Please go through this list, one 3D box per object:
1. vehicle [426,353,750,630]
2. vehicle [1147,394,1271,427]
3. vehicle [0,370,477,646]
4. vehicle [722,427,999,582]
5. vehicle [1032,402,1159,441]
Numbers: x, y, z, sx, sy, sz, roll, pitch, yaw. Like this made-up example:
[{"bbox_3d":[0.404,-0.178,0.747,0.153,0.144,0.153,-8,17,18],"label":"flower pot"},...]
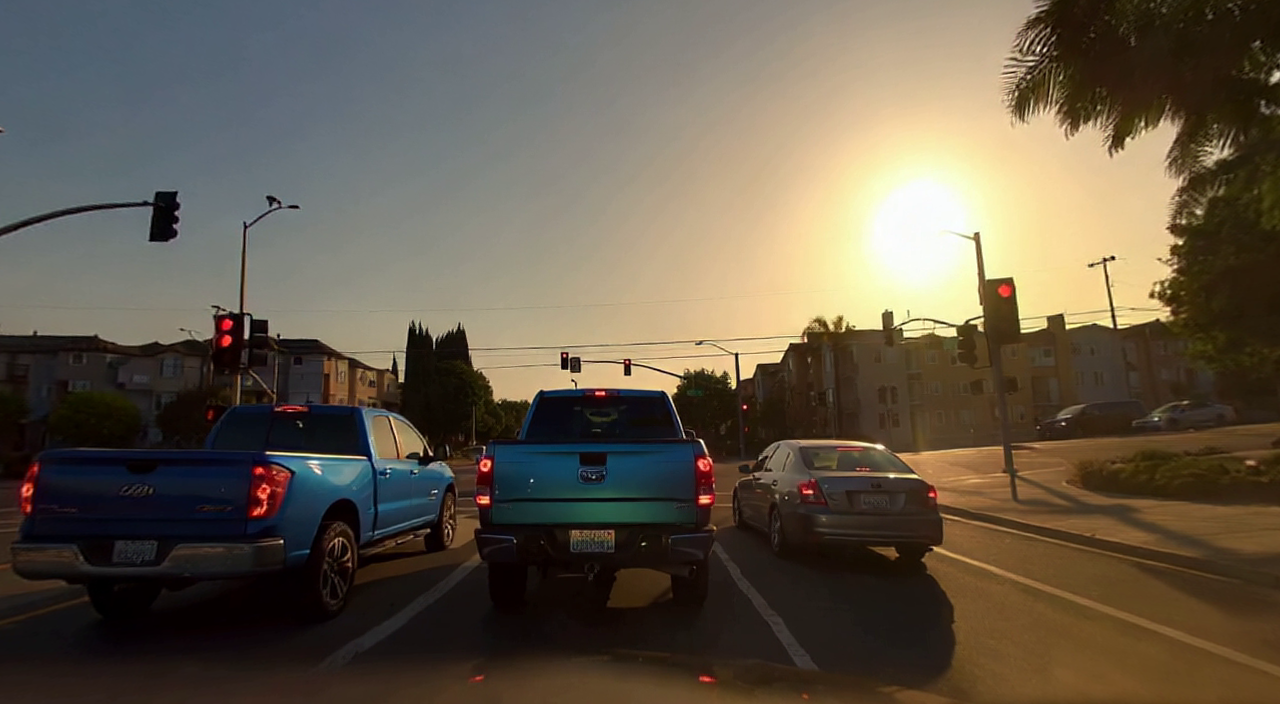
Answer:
[{"bbox_3d":[-0.389,1.309,6.771,2.282,1.964,4.421,0,-9,-1],"label":"vehicle"},{"bbox_3d":[29.340,3.043,32.662,4.540,1.543,1.803,0,-9,1],"label":"vehicle"},{"bbox_3d":[-3.458,1.414,6.850,2.146,1.828,5.148,0,-9,-2],"label":"vehicle"},{"bbox_3d":[2.421,1.803,8.332,2.016,1.481,4.336,0,-9,-1],"label":"vehicle"},{"bbox_3d":[23.302,3.592,32.472,4.721,1.866,2.188,0,-9,2],"label":"vehicle"}]
